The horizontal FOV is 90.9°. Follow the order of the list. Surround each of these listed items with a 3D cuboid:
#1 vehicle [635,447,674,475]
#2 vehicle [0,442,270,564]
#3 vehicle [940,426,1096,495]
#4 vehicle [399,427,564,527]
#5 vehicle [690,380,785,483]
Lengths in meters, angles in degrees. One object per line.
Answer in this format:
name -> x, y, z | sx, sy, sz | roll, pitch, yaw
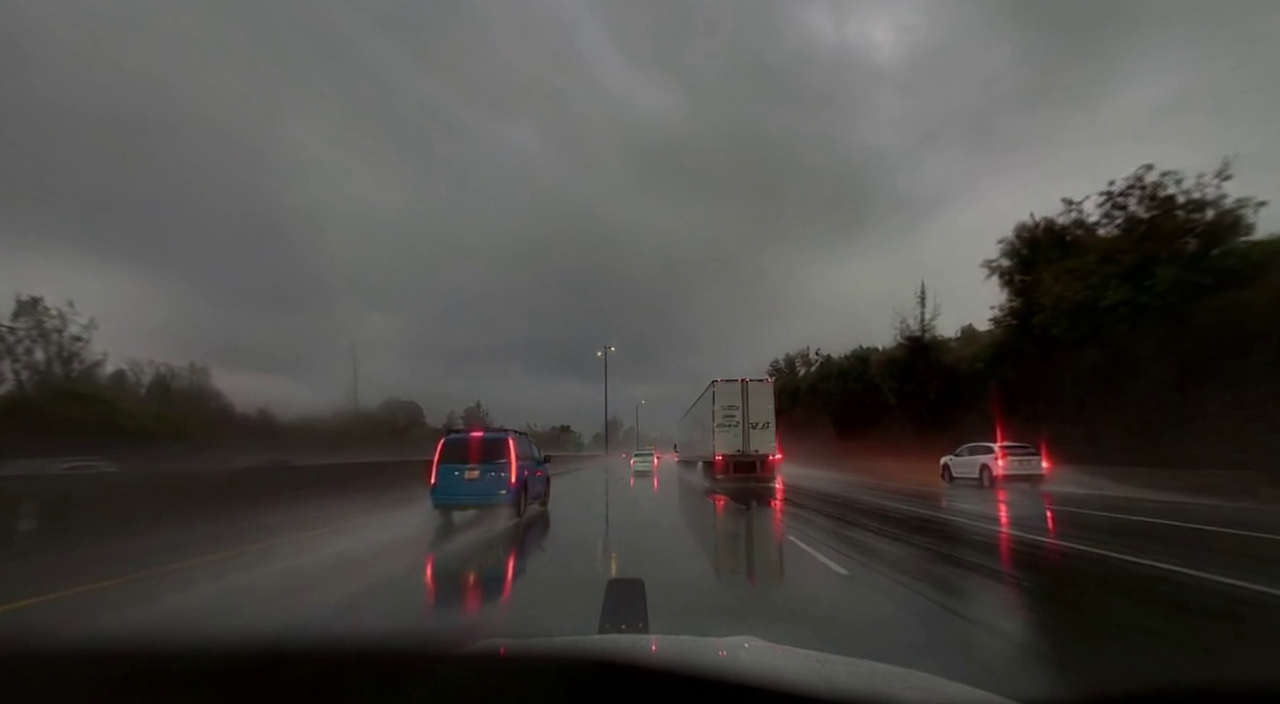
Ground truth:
vehicle -> 0.754, 6.146, 35.765 | 2.063, 1.469, 4.208 | 0, -9, 0
vehicle -> -8.415, 2.252, 10.244 | 2.084, 1.518, 4.418 | 0, -9, 0
vehicle -> 11.275, 3.262, 19.275 | 2.041, 1.824, 4.376 | 0, -9, 0
vehicle -> -3.099, 2.576, 13.528 | 2.237, 1.745, 4.575 | 0, -9, 1
vehicle -> 4.387, 4.119, 31.504 | 2.821, 4.077, 12.562 | 0, -9, 1
